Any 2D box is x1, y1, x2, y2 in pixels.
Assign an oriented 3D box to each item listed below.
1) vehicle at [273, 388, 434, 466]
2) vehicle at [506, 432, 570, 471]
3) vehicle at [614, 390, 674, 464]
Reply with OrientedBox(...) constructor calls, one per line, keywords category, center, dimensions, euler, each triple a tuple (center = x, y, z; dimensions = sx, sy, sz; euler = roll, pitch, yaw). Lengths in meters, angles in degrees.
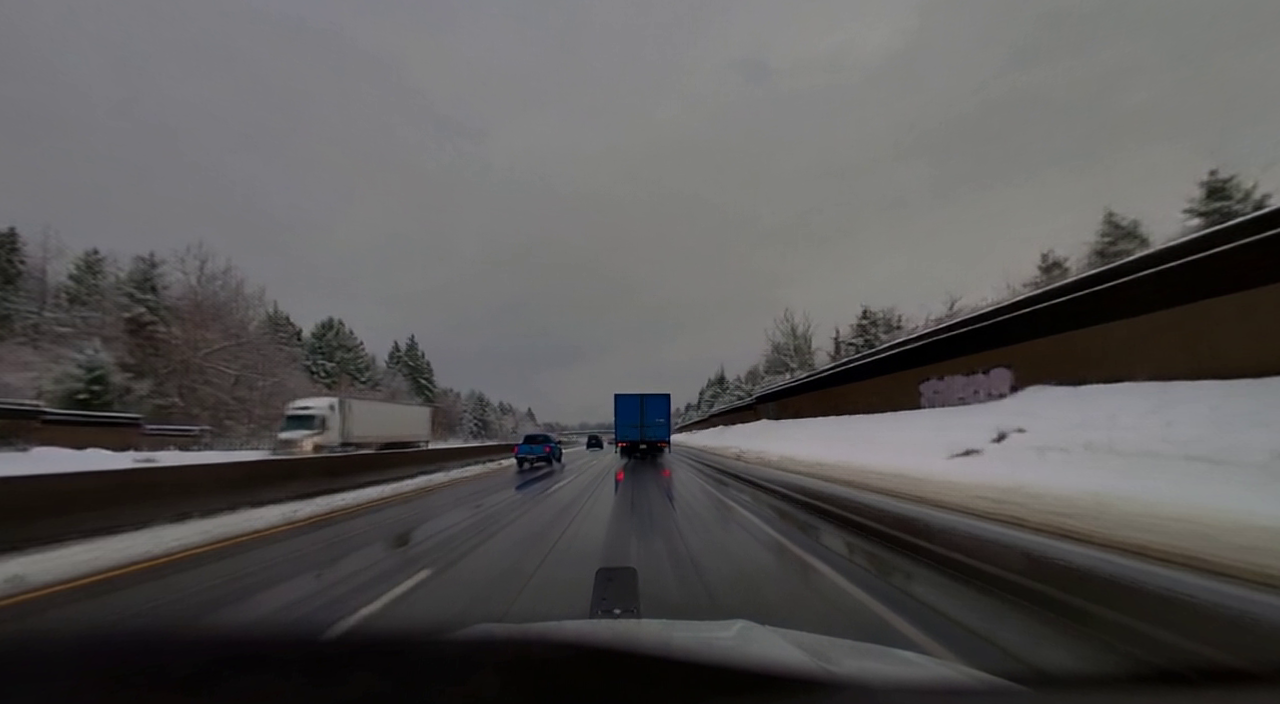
OrientedBox(category="vehicle", center=(-18.377, 5.215, 42.800), dimensions=(3.166, 4.222, 16.648), euler=(0, -8, 0))
OrientedBox(category="vehicle", center=(-4.250, 4.202, 26.921), dimensions=(1.948, 1.526, 4.525), euler=(0, -8, 0))
OrientedBox(category="vehicle", center=(0.118, 4.326, 35.879), dimensions=(2.927, 3.649, 9.443), euler=(0, -8, -1))
